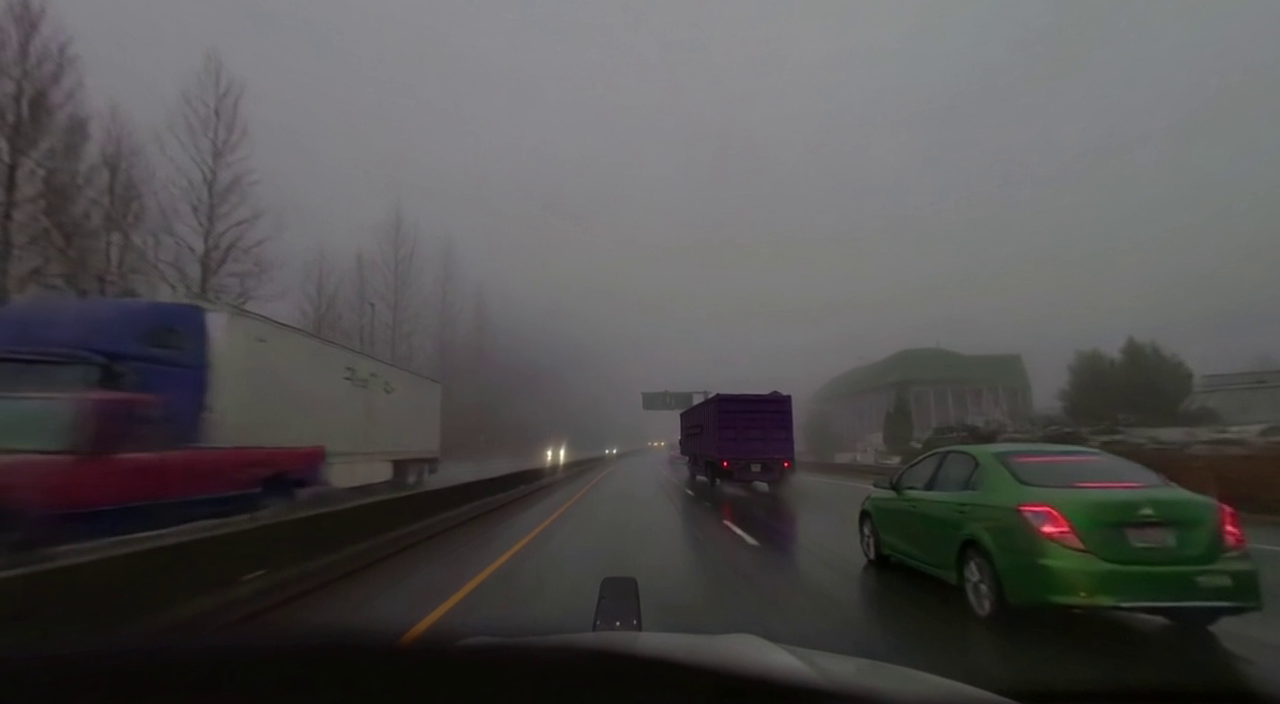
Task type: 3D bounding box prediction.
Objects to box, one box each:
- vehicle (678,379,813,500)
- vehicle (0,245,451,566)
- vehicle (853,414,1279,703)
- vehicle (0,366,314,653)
[{"bbox_3d":[3.546,3.691,25.828,2.916,3.563,14.462,0,-9,-1],"label":"vehicle"},{"bbox_3d":[-8.751,1.828,15.681,2.954,4.061,15.604,-1,-9,1],"label":"vehicle"},{"bbox_3d":[3.532,1.420,5.361,1.971,1.558,3.834,0,-9,-1],"label":"vehicle"},{"bbox_3d":[-5.058,1.215,5.310,2.038,1.801,4.594,-1,-9,1],"label":"vehicle"}]
